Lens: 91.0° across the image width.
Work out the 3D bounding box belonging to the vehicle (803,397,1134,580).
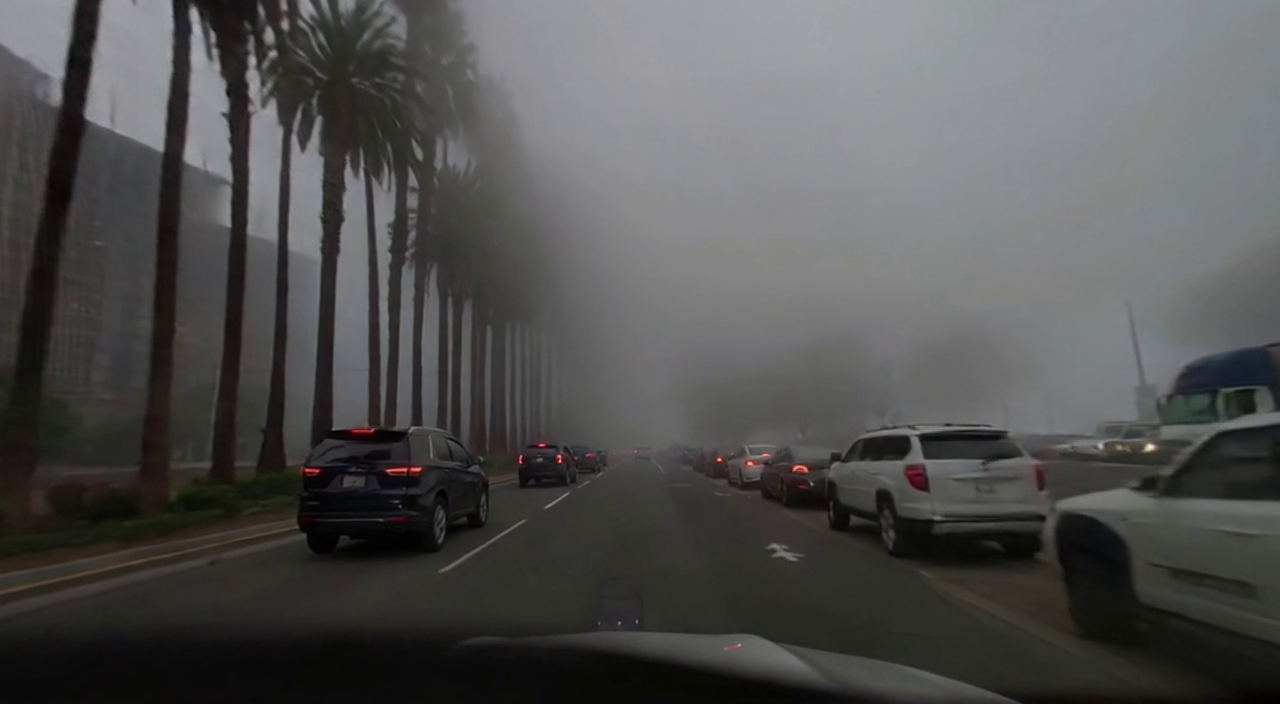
[{"bbox_3d":[4.134,1.828,9.238,2.035,1.902,5.079,0,-9,-1],"label":"vehicle"}]

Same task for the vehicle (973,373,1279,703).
[{"bbox_3d":[4.164,1.044,3.542,1.965,1.735,4.835,0,-9,1],"label":"vehicle"}]

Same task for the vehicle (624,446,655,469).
[{"bbox_3d":[-0.085,7.318,43.844,2.036,1.461,3.890,0,-9,-2],"label":"vehicle"}]

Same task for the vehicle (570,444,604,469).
[{"bbox_3d":[-3.549,7.121,42.982,1.955,1.637,4.243,0,-9,0],"label":"vehicle"}]

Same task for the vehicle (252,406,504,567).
[{"bbox_3d":[-3.407,1.839,9.243,1.800,1.797,4.224,0,-9,1],"label":"vehicle"}]

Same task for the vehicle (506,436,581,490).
[{"bbox_3d":[-3.367,3.986,22.886,2.014,1.740,4.392,0,-9,1],"label":"vehicle"}]
